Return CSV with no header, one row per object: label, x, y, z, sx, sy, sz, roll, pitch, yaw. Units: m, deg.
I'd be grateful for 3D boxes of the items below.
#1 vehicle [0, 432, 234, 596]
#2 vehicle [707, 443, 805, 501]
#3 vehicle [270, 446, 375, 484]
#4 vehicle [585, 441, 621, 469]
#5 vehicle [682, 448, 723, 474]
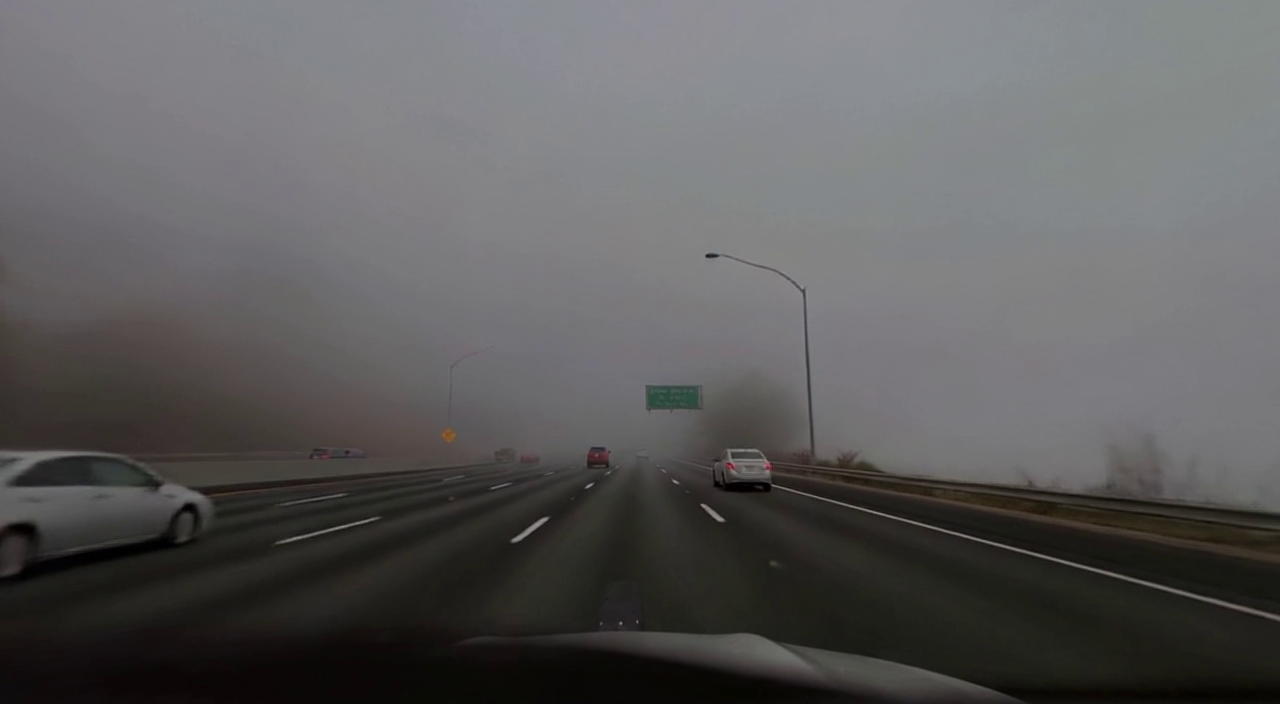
vehicle,-7.046,1.689,6.964,1.977,1.529,4.616,0,-9,1
vehicle,3.384,3.596,19.321,2.126,1.529,4.438,0,-9,0
vehicle,-13.845,4.934,27.894,1.959,1.520,5.068,0,-9,1
vehicle,-2.738,7.833,48.055,2.449,1.929,5.503,0,-9,0
vehicle,3.697,6.531,38.026,1.929,1.485,4.482,0,-9,-1
